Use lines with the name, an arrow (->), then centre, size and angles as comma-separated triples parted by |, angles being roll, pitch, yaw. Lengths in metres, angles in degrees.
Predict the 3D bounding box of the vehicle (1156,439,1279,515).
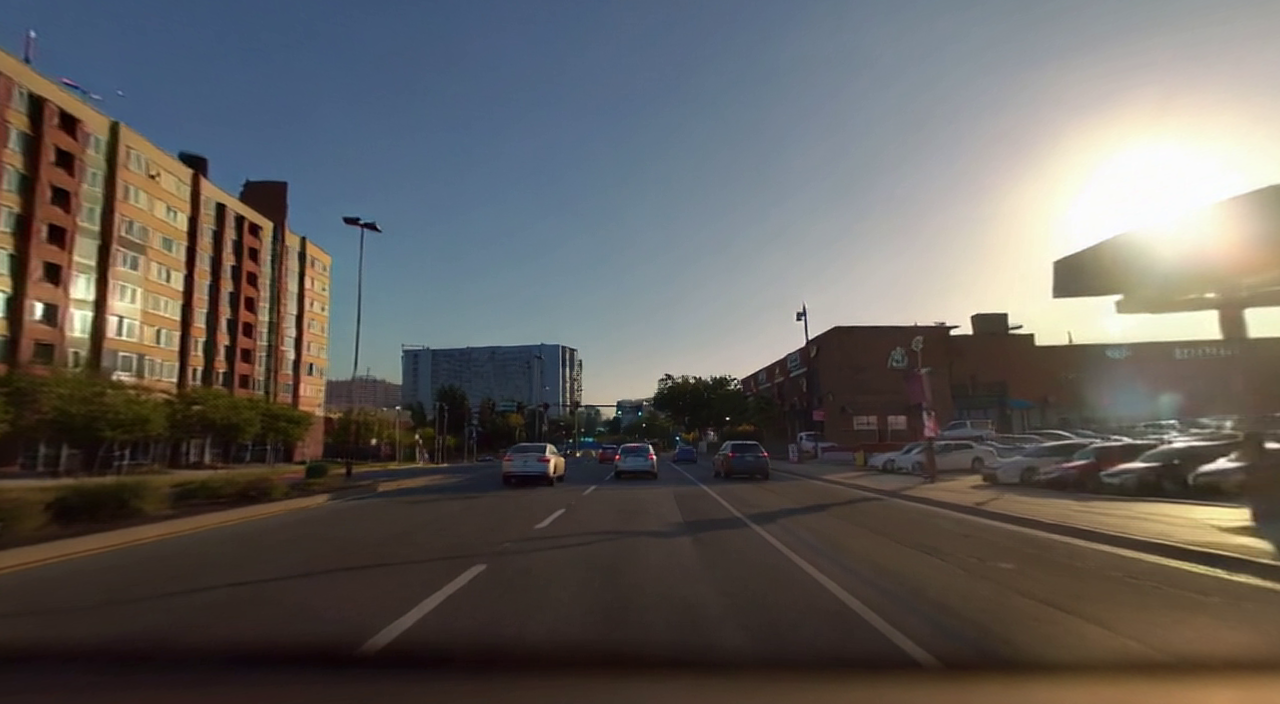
vehicle -> 13.701, 2.653, 13.851 | 4.103, 1.434, 2.024 | 4, -9, -27

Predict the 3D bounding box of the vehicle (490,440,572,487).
vehicle -> -3.755, 3.947, 22.657 | 2.029, 1.482, 4.591 | 0, -8, 1

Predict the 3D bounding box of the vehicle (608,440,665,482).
vehicle -> -0.120, 4.206, 24.619 | 2.059, 1.477, 3.988 | 0, -8, 0

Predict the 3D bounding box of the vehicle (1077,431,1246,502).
vehicle -> 13.941, 2.983, 16.823 | 4.230, 1.645, 1.998 | 5, -10, -30

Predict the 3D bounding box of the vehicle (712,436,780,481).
vehicle -> 4.212, 4.291, 25.705 | 2.007, 1.683, 4.171 | 0, -8, 0
